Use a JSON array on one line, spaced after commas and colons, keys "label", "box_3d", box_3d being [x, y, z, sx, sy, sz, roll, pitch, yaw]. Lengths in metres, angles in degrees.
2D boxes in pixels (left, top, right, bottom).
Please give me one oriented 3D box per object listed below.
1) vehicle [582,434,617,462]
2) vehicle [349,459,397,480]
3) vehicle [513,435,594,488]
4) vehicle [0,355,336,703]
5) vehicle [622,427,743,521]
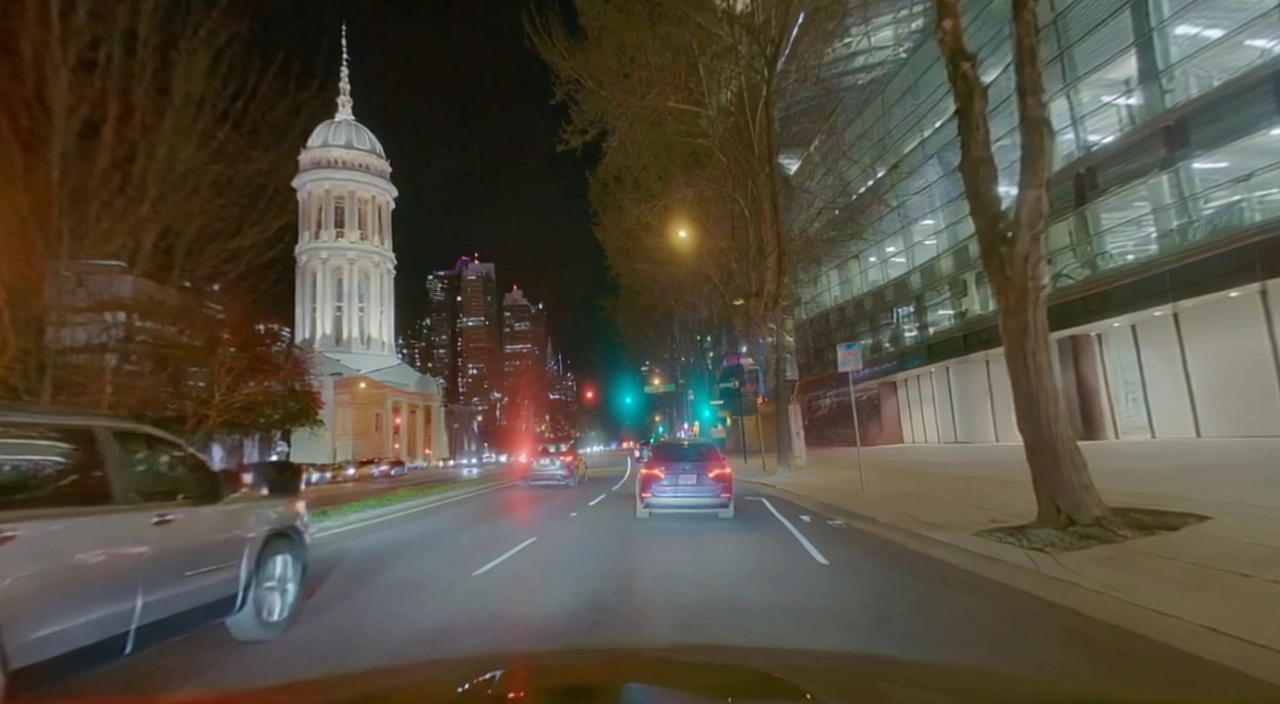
[{"label": "vehicle", "box_3d": [-2.633, 6.415, 42.094, 1.969, 1.764, 4.160, 0, -8, 1]}, {"label": "vehicle", "box_3d": [-20.961, 9.223, 49.679, 1.927, 1.519, 4.447, 0, -8, -1]}, {"label": "vehicle", "box_3d": [-2.668, 3.510, 20.477, 1.961, 1.517, 4.202, 0, -8, 1]}, {"label": "vehicle", "box_3d": [-3.275, 0.931, 2.919, 1.848, 1.641, 3.686, 0, -8, 0]}, {"label": "vehicle", "box_3d": [0.662, 2.244, 12.074, 1.933, 1.504, 3.802, 0, -8, 0]}]
